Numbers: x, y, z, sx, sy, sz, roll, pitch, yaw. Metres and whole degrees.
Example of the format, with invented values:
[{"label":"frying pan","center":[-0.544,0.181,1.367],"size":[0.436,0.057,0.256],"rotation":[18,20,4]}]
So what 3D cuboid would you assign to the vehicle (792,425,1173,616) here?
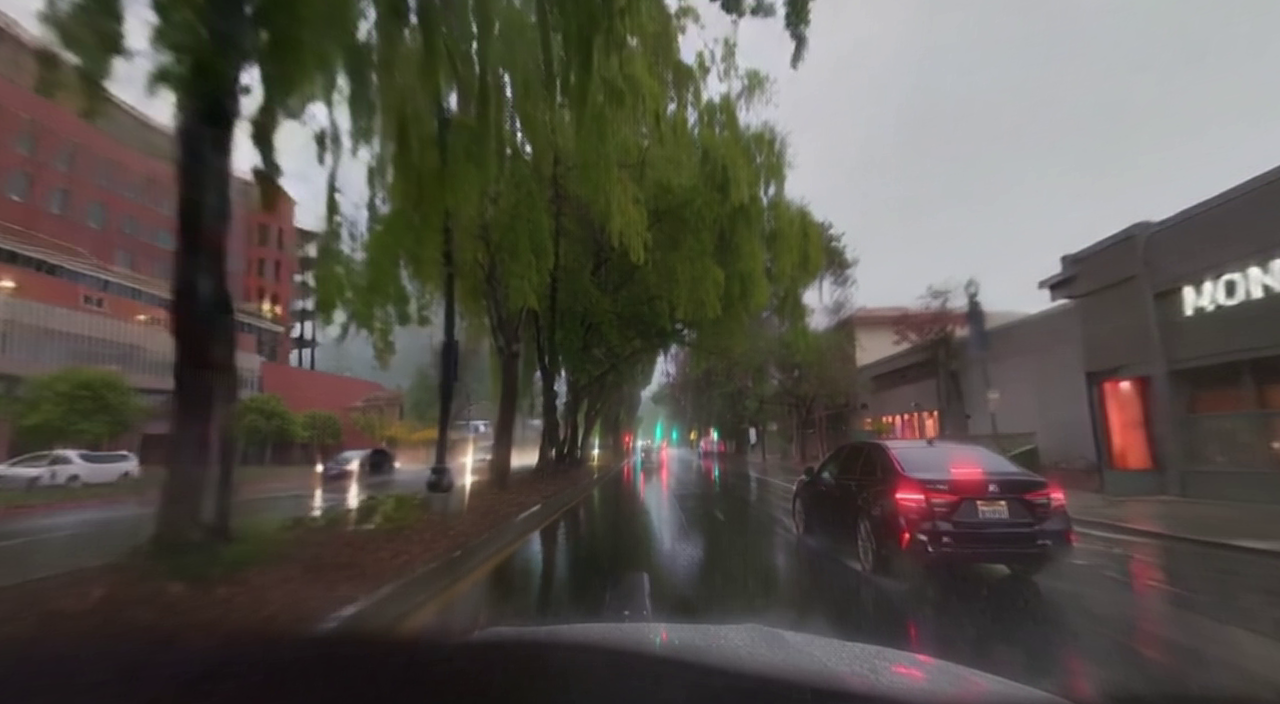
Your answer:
[{"label":"vehicle","center":[3.217,1.639,7.089],"size":[1.989,1.498,4.050],"rotation":[0,-8,0]}]

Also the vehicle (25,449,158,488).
[{"label":"vehicle","center":[-26.549,5.636,30.817],"size":[1.913,1.678,5.017],"rotation":[0,-8,1]}]

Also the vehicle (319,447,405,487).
[{"label":"vehicle","center":[-11.912,4.947,27.356],"size":[1.869,1.529,4.355],"rotation":[-1,-9,-2]}]

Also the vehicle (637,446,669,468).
[{"label":"vehicle","center":[0.800,6.610,39.901],"size":[1.945,1.343,3.827],"rotation":[0,-8,0]}]

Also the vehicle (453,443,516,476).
[{"label":"vehicle","center":[-8.139,5.652,33.441],"size":[2.013,1.637,4.479],"rotation":[-1,-8,2]}]
